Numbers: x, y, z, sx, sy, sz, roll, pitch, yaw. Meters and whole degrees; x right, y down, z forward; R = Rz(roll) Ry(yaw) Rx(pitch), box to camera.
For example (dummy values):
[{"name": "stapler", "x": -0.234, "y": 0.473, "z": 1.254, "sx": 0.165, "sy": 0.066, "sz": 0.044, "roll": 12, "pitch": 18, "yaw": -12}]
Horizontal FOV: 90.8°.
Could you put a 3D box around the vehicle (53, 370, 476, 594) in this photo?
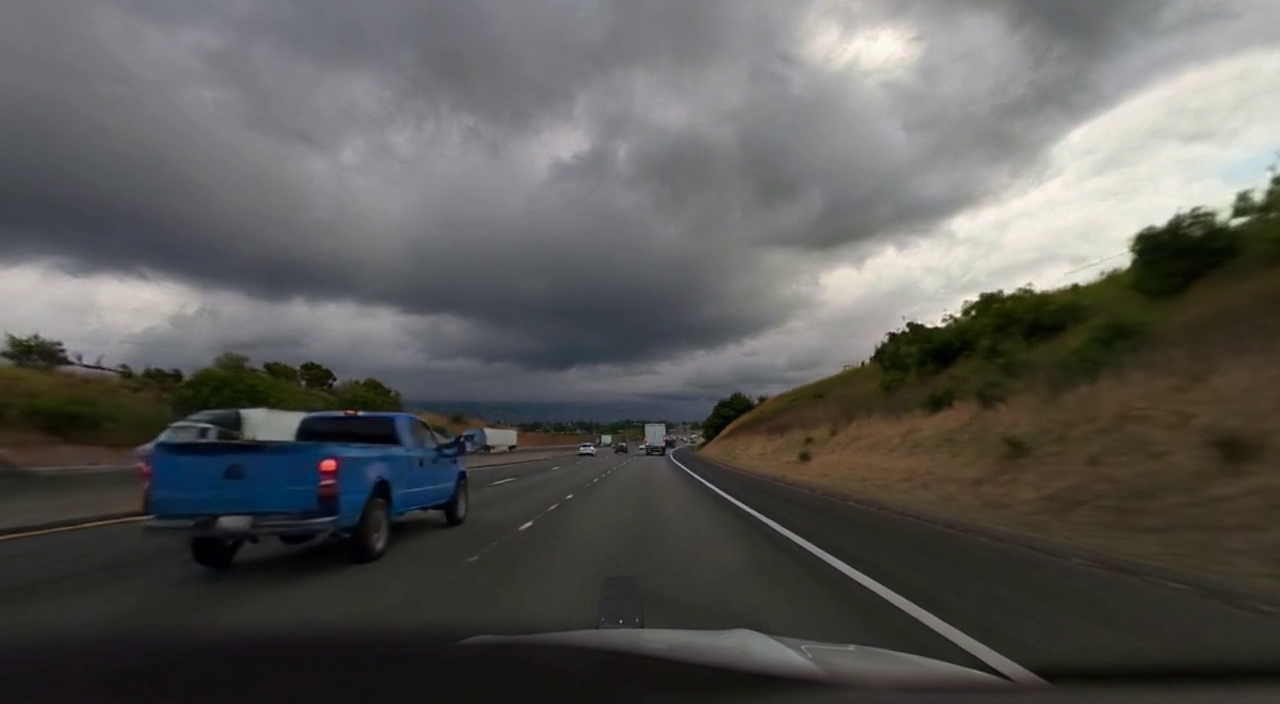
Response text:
[{"name": "vehicle", "x": -3.959, "y": 1.526, "z": 8.186, "sx": 2.216, "sy": 1.949, "sz": 5.237, "roll": 0, "pitch": -9, "yaw": 0}]
